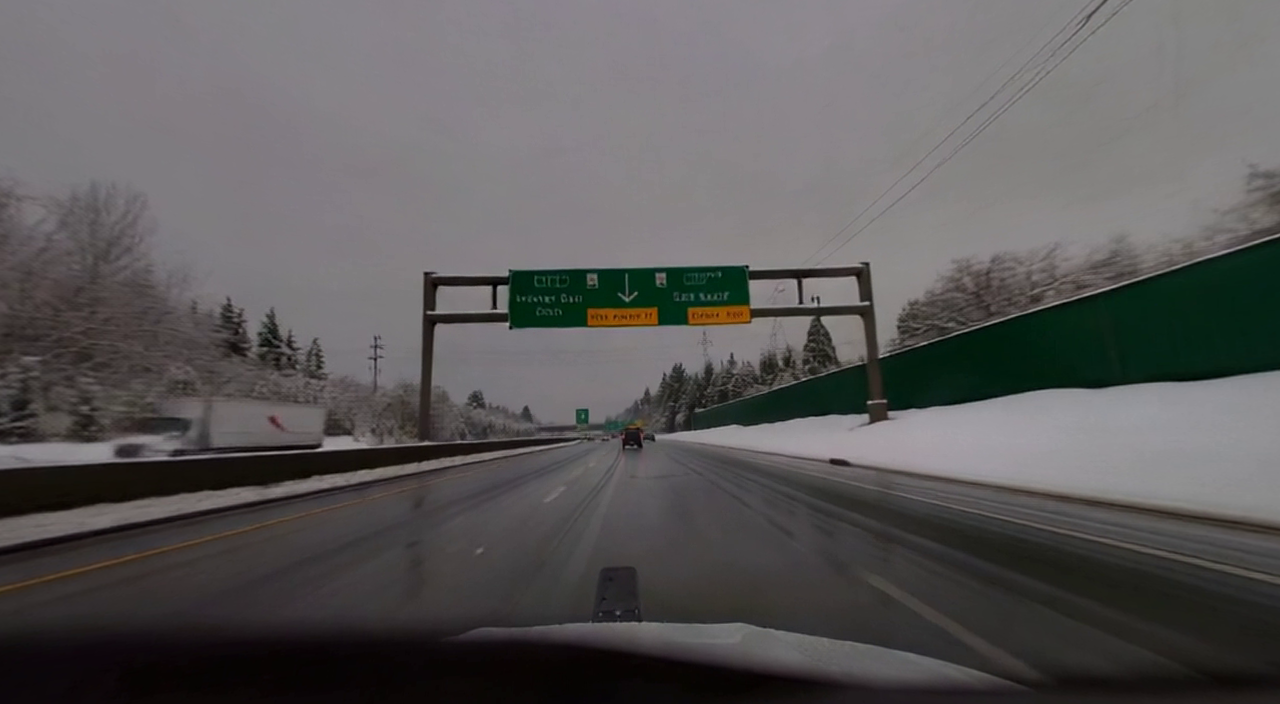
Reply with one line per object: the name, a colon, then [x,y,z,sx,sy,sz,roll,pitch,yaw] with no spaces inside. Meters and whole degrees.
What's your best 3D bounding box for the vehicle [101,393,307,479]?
vehicle: [-20.674,4.138,31.094,2.966,3.516,10.162,0,-8,0]
